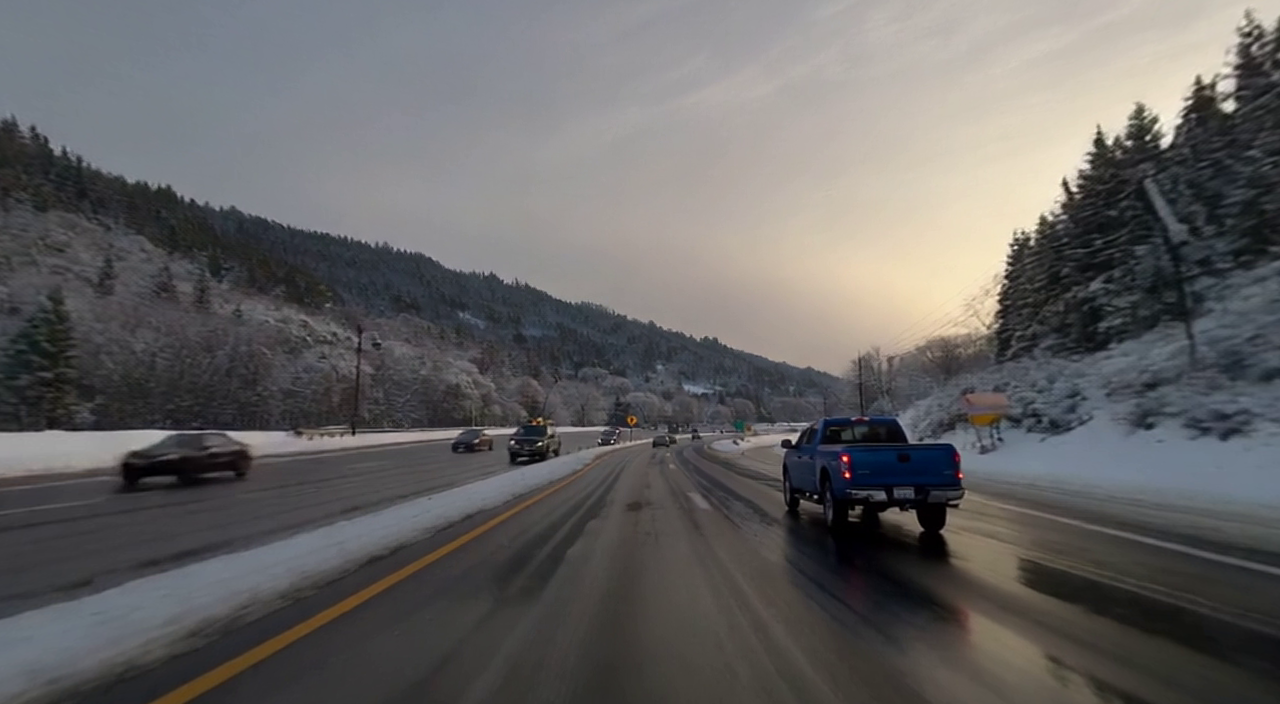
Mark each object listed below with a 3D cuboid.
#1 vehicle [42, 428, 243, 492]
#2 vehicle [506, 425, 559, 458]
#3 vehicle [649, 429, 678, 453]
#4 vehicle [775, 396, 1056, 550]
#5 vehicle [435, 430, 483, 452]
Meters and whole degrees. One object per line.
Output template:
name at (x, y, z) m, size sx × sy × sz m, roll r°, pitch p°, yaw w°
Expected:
vehicle at (-13.704, 2.967, 17.912) m, size 1.890 × 1.538 × 4.795 m, roll -1°, pitch -8°, yaw -1°
vehicle at (-6.194, 5.252, 37.061) m, size 2.104 × 1.790 × 4.792 m, roll 0°, pitch -8°, yaw 2°
vehicle at (1.833, 6.910, 49.263) m, size 2.186 × 1.782 × 4.100 m, roll 0°, pitch -8°, yaw 3°
vehicle at (3.641, 1.708, 9.603) m, size 2.151 × 1.744 × 4.709 m, roll 0°, pitch -8°, yaw 0°
vehicle at (-12.787, 6.316, 44.923) m, size 1.952 × 1.469 × 4.769 m, roll 0°, pitch -8°, yaw 1°
